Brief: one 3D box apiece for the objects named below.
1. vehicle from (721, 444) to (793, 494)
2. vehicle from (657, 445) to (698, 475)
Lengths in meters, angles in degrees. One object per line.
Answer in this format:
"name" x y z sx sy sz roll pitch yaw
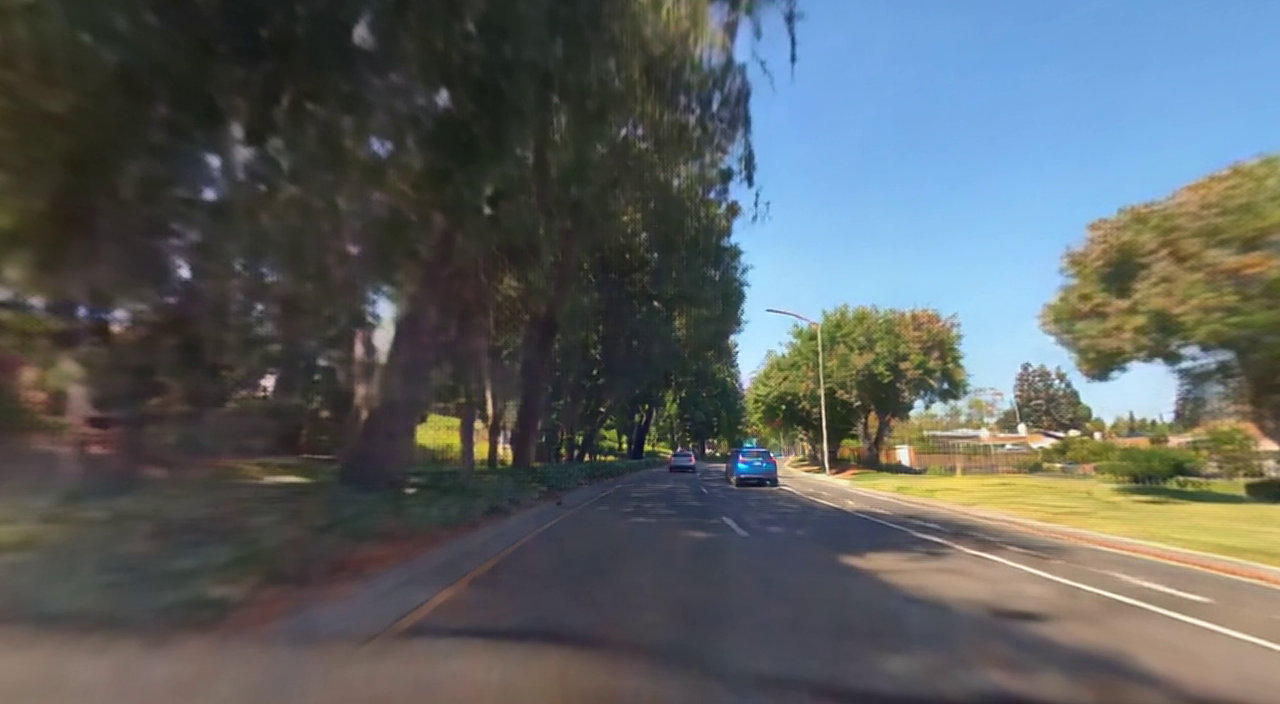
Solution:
"vehicle" 4.253 4.275 23.449 1.971 1.663 4.287 0 -9 2
"vehicle" 2.456 6.856 40.139 2.251 1.822 4.391 -1 -9 8
